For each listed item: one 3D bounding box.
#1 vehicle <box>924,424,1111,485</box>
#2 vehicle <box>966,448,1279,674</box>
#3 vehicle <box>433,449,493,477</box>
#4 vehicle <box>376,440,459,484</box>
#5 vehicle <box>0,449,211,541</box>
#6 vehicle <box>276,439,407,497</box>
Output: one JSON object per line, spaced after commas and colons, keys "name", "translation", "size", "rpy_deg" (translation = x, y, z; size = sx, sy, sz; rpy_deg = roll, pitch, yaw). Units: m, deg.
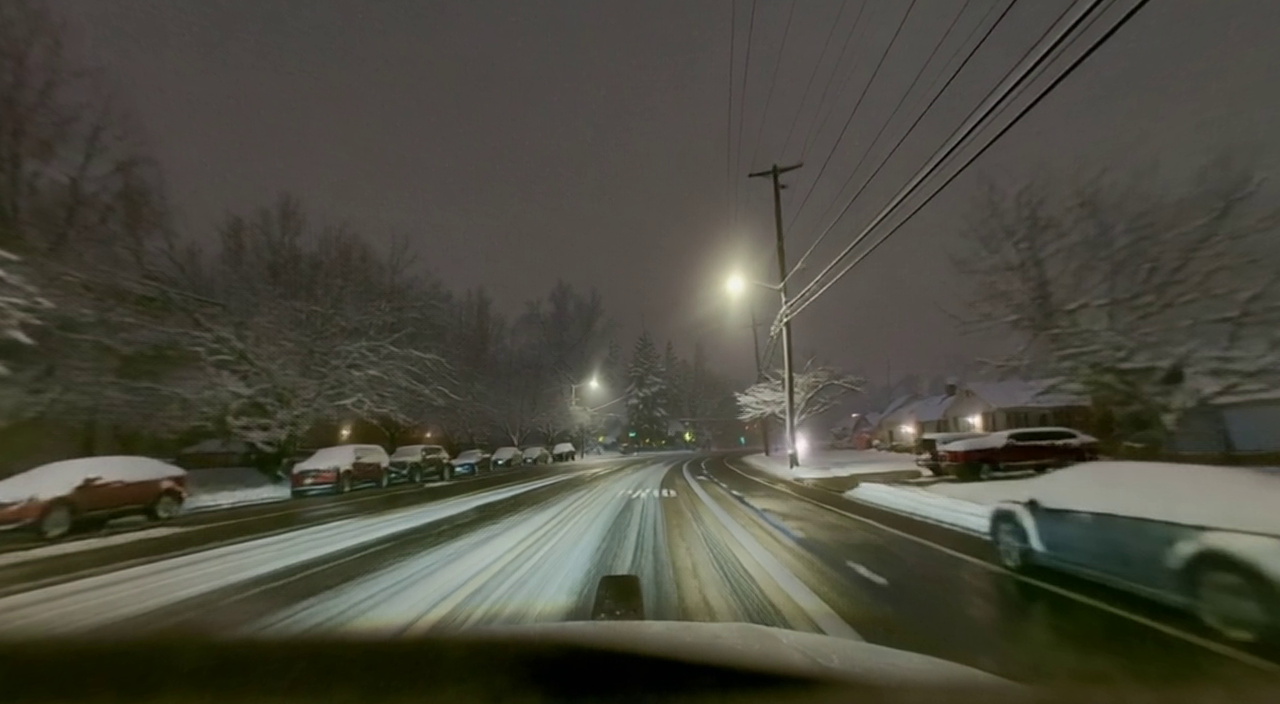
{"name": "vehicle", "translation": [12.037, 3.300, 20.368], "size": [4.710, 1.846, 1.985], "rpy_deg": [0, -8, 2]}
{"name": "vehicle", "translation": [5.164, 1.615, 5.715], "size": [1.959, 1.439, 4.532], "rpy_deg": [0, -8, 0]}
{"name": "vehicle", "translation": [-10.673, 6.702, 38.331], "size": [1.908, 1.491, 4.627], "rpy_deg": [-1, -8, 5]}
{"name": "vehicle", "translation": [-11.183, 5.582, 32.135], "size": [2.114, 1.925, 5.449], "rpy_deg": [-3, -9, 2]}
{"name": "vehicle", "translation": [-11.986, 3.025, 13.810], "size": [1.907, 1.612, 4.594], "rpy_deg": [-3, -9, 0]}
{"name": "vehicle", "translation": [-11.510, 4.505, 24.881], "size": [2.225, 1.887, 5.672], "rpy_deg": [-3, -9, 3]}
